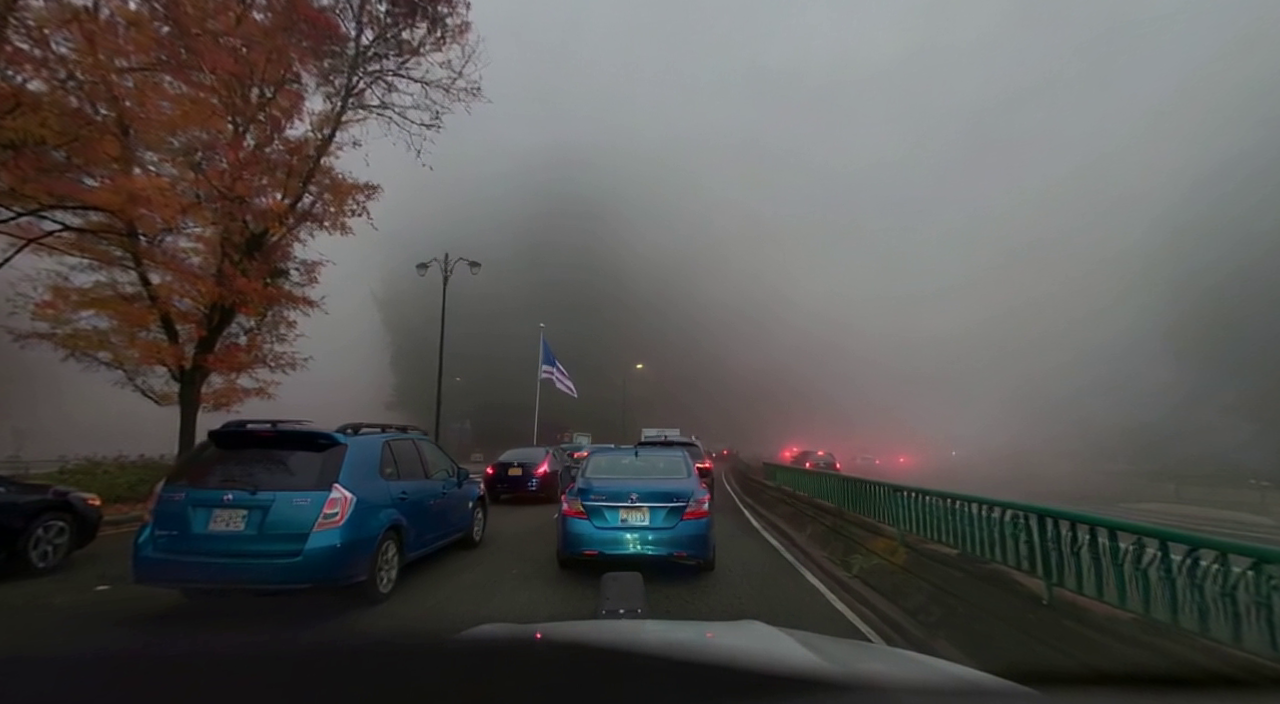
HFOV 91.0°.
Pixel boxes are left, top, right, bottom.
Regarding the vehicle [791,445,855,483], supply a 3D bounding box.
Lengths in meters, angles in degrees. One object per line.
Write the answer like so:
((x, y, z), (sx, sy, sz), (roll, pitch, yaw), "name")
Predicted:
((8.454, 5.203, 29.532), (2.011, 1.610, 4.568), (0, -9, 5), "vehicle")

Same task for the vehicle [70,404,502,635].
((-3.047, 1.529, 6.752), (1.988, 1.635, 4.260), (0, -9, 3), "vehicle")

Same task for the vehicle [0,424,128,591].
((-6.930, 1.295, 4.974), (2.121, 1.510, 4.244), (0, -9, 1), "vehicle")

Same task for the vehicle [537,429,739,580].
((0.091, 1.901, 8.703), (2.090, 1.506, 4.276), (0, -9, 3), "vehicle")
